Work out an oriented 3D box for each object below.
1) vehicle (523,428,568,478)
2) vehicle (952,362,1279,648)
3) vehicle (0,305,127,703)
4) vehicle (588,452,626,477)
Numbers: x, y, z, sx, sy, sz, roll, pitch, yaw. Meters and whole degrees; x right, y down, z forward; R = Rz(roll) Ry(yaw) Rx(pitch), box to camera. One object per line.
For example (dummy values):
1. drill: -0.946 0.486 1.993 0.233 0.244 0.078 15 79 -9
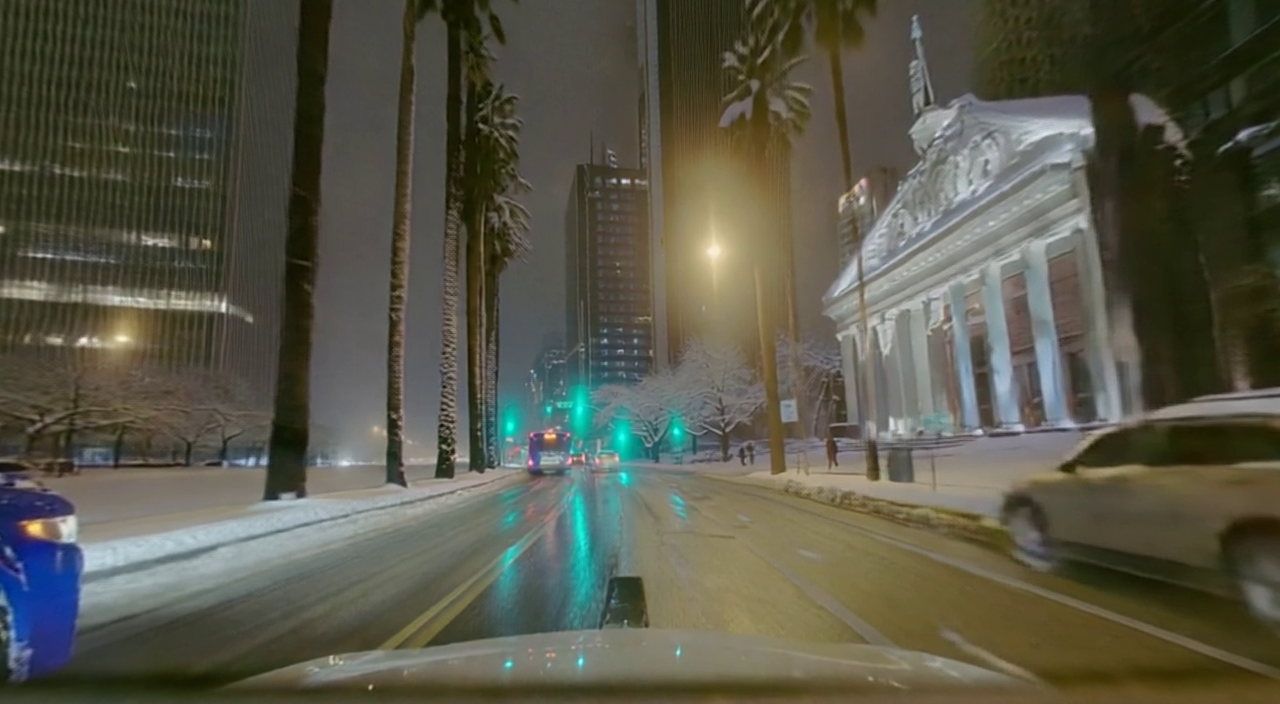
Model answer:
1. vehicle: -6.434 7.006 43.671 2.678 3.042 8.474 1 -9 -7
2. vehicle: 5.250 1.197 5.311 2.212 1.854 5.419 1 -9 -3
3. vehicle: -3.409 0.442 0.350 2.120 1.826 4.737 0 -9 1
4. vehicle: -2.185 7.204 40.559 2.107 1.481 4.097 2 -9 -8
